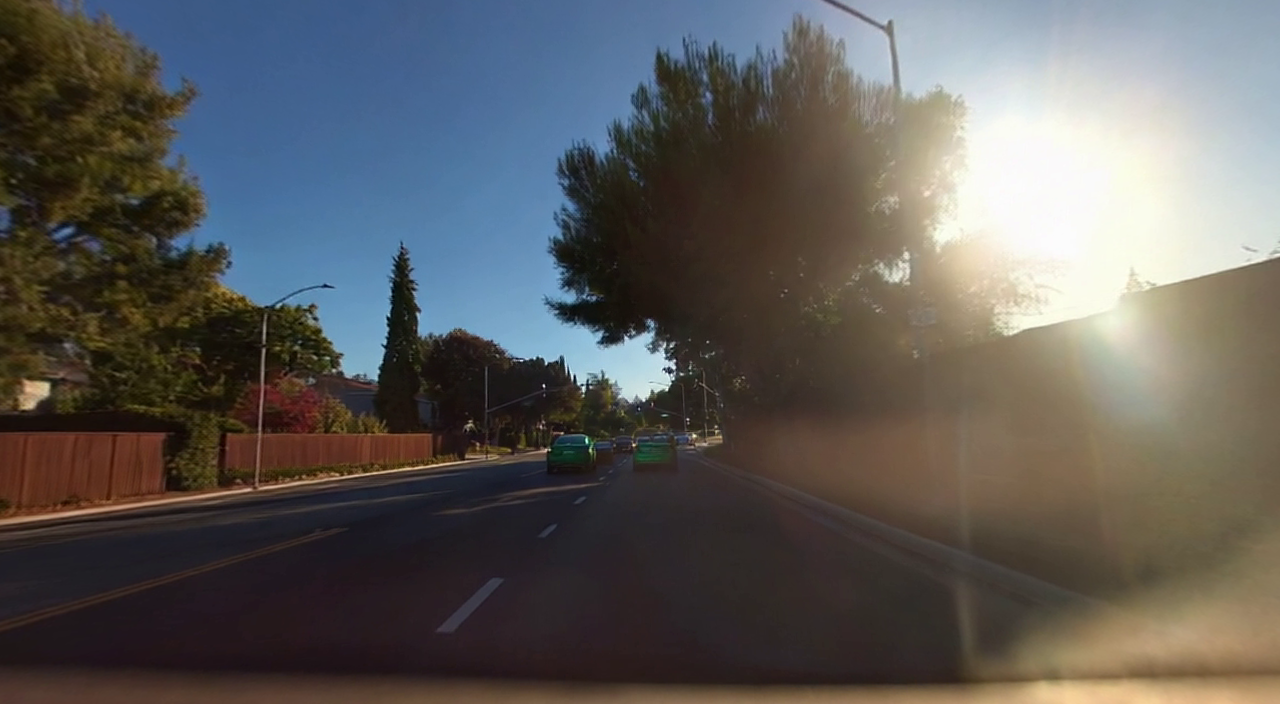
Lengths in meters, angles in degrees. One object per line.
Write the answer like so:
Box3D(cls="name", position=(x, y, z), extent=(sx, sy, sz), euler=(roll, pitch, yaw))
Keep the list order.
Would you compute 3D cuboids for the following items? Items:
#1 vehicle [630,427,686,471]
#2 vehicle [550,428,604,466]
Box3D(cls="vehicle", position=(0.712, 4.031, 26.221), extent=(2.127, 1.665, 3.993), euler=(0, -8, 1))
Box3D(cls="vehicle", position=(-3.069, 4.737, 31.536), extent=(2.190, 1.766, 4.394), euler=(0, -8, 1))
